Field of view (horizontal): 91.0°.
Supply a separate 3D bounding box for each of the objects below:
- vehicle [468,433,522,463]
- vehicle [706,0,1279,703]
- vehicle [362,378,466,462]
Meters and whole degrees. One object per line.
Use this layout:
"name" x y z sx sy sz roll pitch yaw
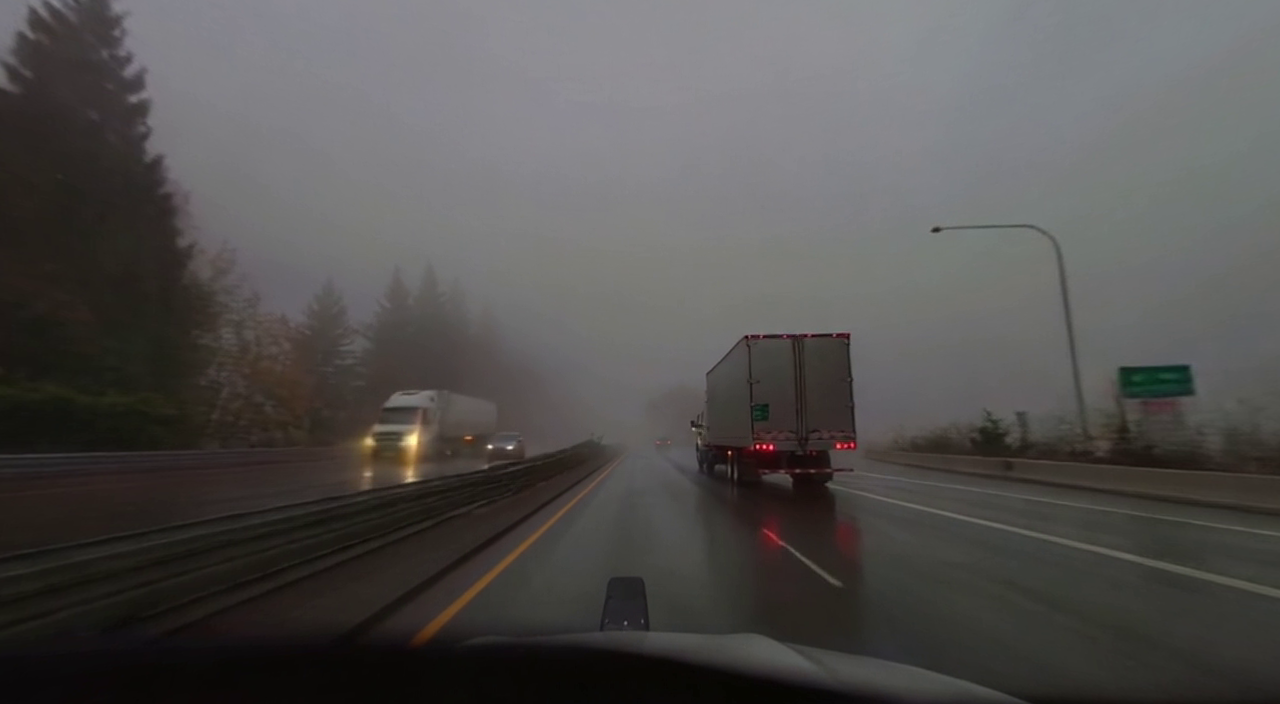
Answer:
"vehicle" -7.741 5.151 33.958 1.915 1.514 3.866 0 -8 1
"vehicle" 3.666 0.618 10.346 3.691 4.331 13.909 0 -8 0
"vehicle" -11.614 3.688 33.016 2.971 3.993 5.994 0 -8 1
